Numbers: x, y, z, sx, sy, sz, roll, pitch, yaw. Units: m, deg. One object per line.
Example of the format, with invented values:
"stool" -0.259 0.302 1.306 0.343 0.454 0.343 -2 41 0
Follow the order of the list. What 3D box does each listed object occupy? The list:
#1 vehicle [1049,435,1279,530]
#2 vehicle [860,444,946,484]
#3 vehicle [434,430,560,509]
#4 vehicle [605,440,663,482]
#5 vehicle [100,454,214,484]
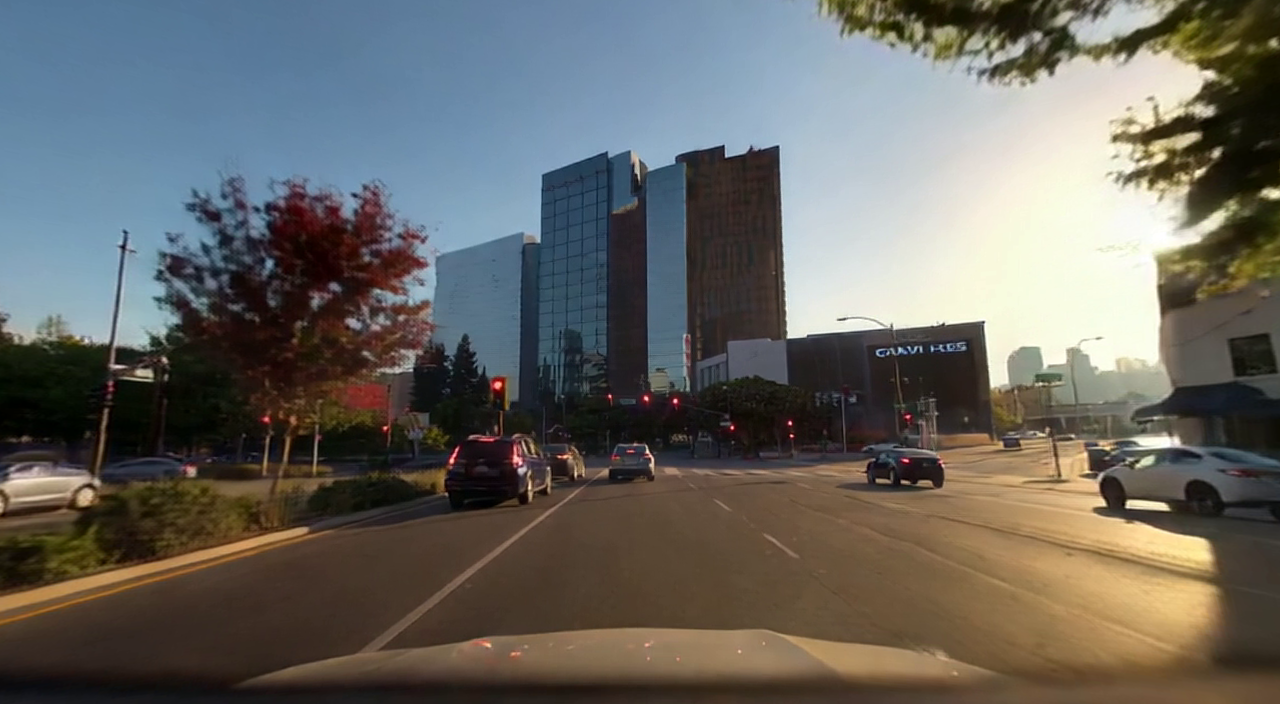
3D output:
"vehicle" 10.329 2.380 12.158 1.936 1.474 4.331 0 -8 0
"vehicle" 11.052 4.696 26.808 1.935 1.435 4.141 4 -8 1
"vehicle" -3.357 2.867 15.878 2.057 1.678 4.639 0 -8 0
"vehicle" -0.247 4.191 24.569 2.059 1.477 3.988 0 -8 -1
"vehicle" -26.415 6.411 34.688 4.687 1.482 1.914 4 -10 -29
